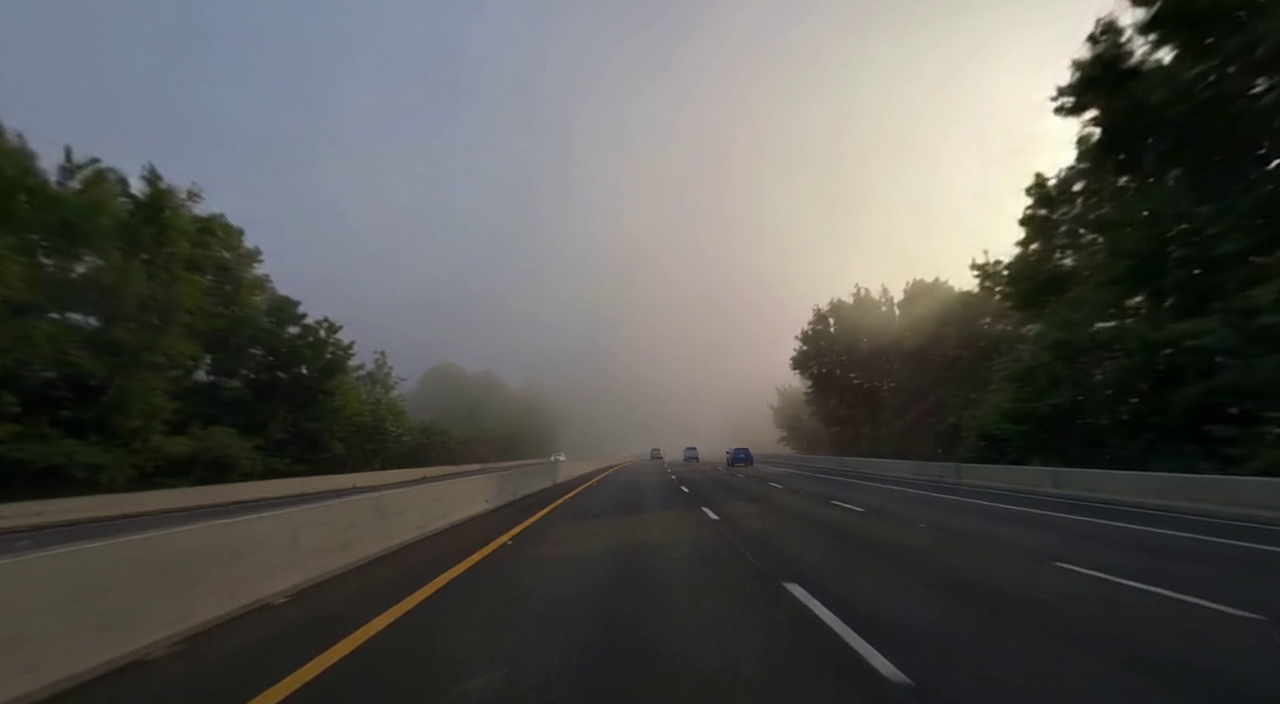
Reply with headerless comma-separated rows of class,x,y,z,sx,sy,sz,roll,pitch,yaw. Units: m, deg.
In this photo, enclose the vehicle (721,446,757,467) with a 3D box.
vehicle,7.794,8.285,49.833,2.175,1.574,3.943,0,-9,0
